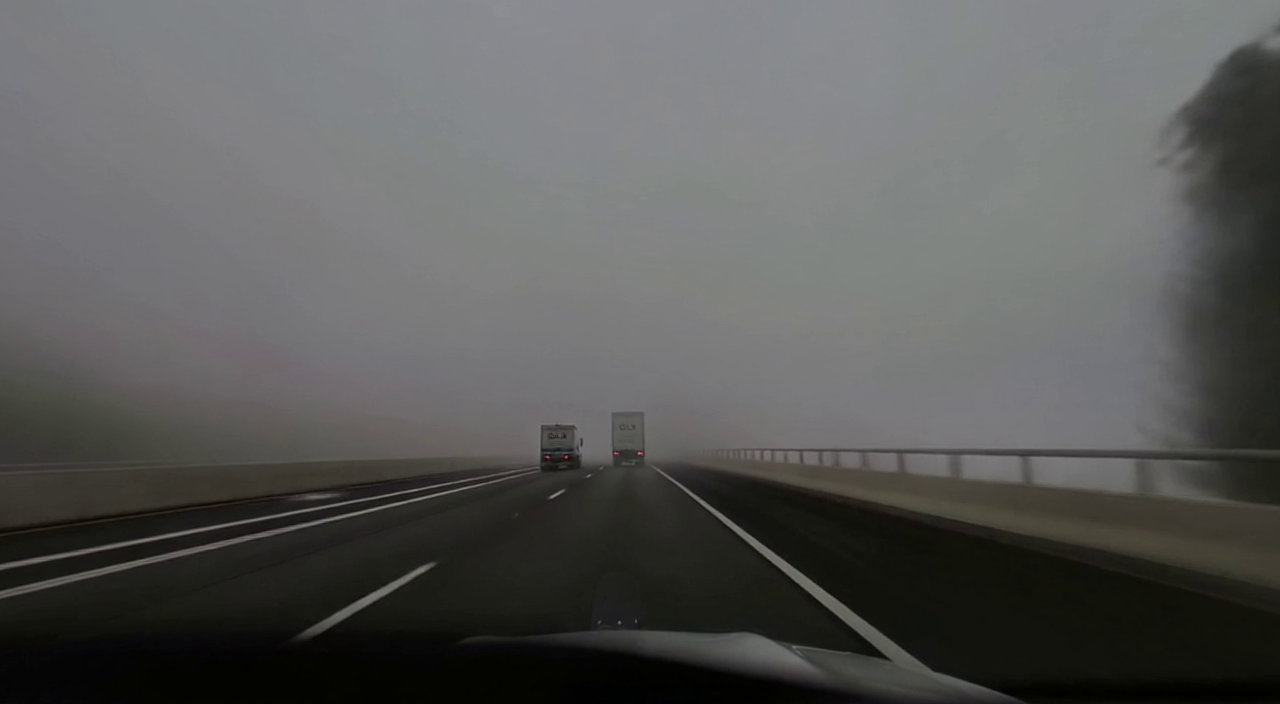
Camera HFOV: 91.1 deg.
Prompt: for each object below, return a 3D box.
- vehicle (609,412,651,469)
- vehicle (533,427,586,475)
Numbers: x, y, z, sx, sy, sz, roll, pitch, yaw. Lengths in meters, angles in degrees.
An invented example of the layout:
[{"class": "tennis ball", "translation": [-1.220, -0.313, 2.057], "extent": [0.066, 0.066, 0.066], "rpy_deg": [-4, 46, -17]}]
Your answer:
[{"class": "vehicle", "translation": [-0.803, 7.011, 49.200], "extent": [2.923, 4.007, 9.760], "rpy_deg": [0, -9, -1]}, {"class": "vehicle", "translation": [-4.793, 6.028, 38.344], "extent": [2.529, 2.697, 5.935], "rpy_deg": [0, -9, -1]}]
